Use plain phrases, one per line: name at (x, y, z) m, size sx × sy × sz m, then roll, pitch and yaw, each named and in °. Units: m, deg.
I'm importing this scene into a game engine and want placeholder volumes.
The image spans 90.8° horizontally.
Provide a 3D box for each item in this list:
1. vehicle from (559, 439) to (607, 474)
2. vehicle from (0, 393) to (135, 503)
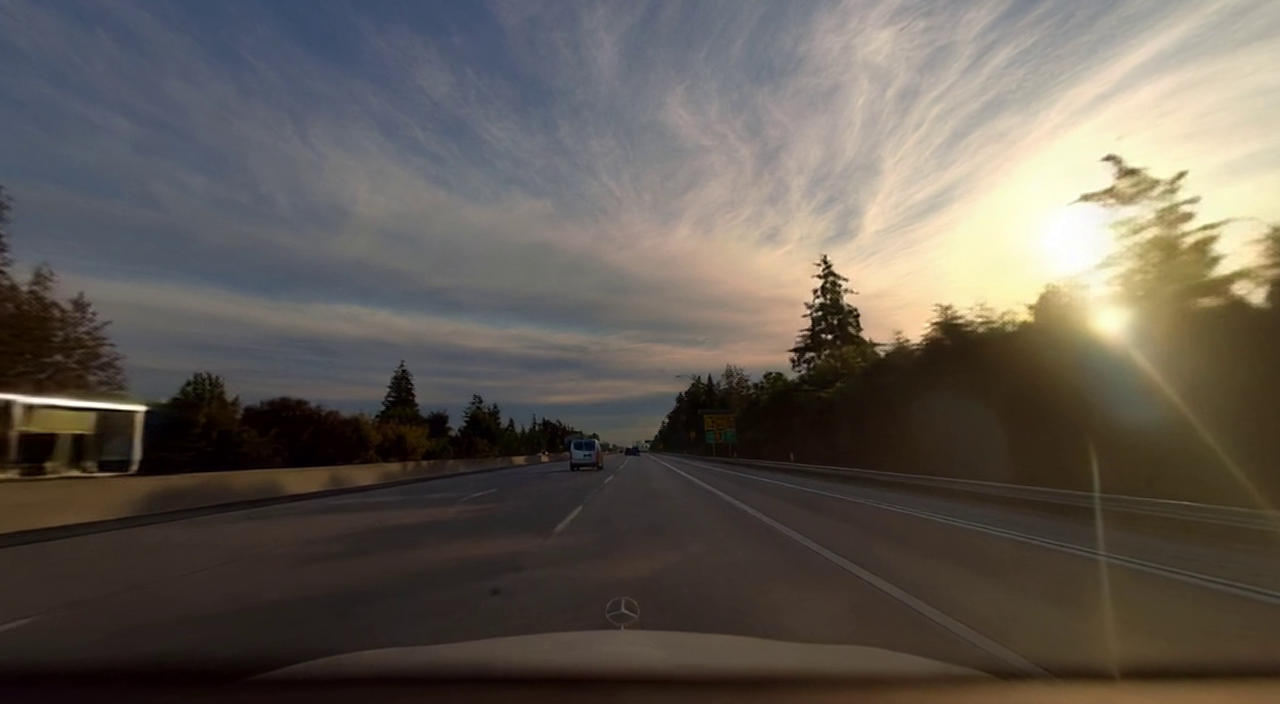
vehicle at (-3.315, 6.256, 37.978) m, size 2.349 × 1.973 × 5.419 m, roll 0°, pitch -9°, yaw 0°
vehicle at (-24.206, 3.634, 23.889) m, size 2.928 × 3.860 × 8.514 m, roll 0°, pitch -9°, yaw 0°
